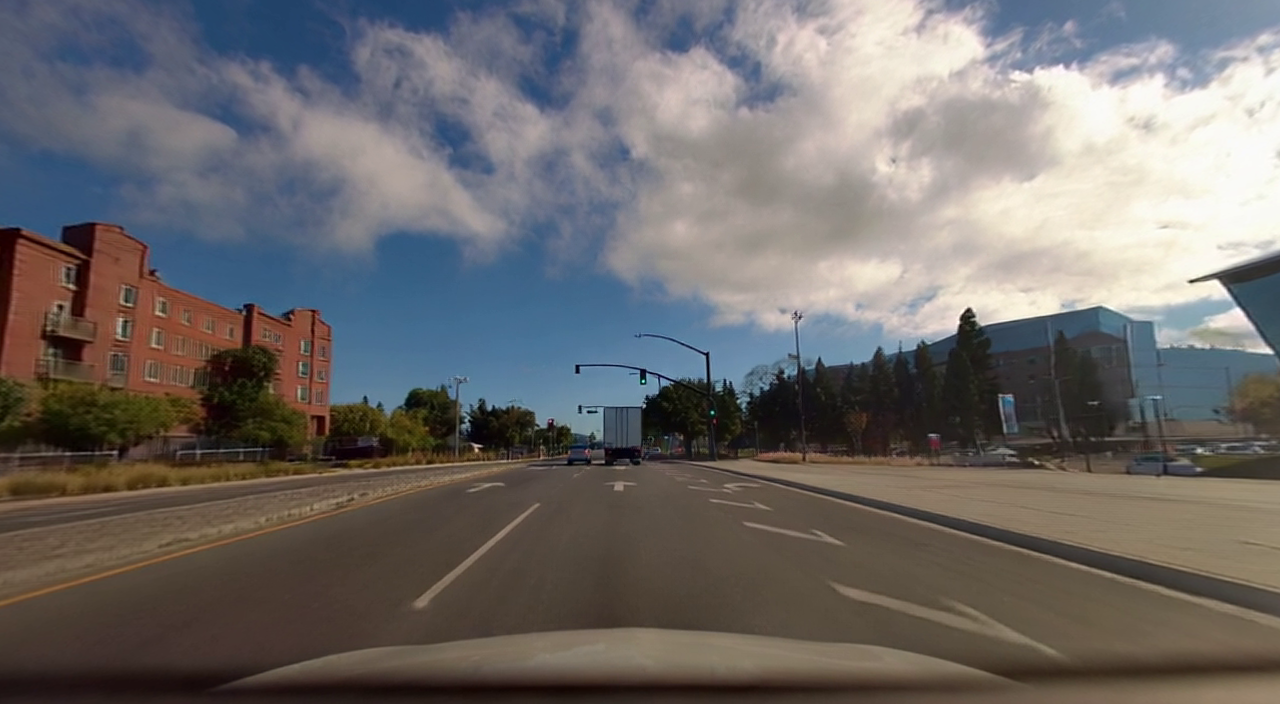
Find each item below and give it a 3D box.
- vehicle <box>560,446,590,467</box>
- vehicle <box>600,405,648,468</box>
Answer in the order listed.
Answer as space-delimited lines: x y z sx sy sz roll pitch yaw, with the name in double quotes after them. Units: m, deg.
-4.869 7.904 47.691 1.917 1.462 3.878 0 -8 -1 "vehicle"
-1.046 5.658 42.226 2.876 3.724 9.351 0 -8 -1 "vehicle"
